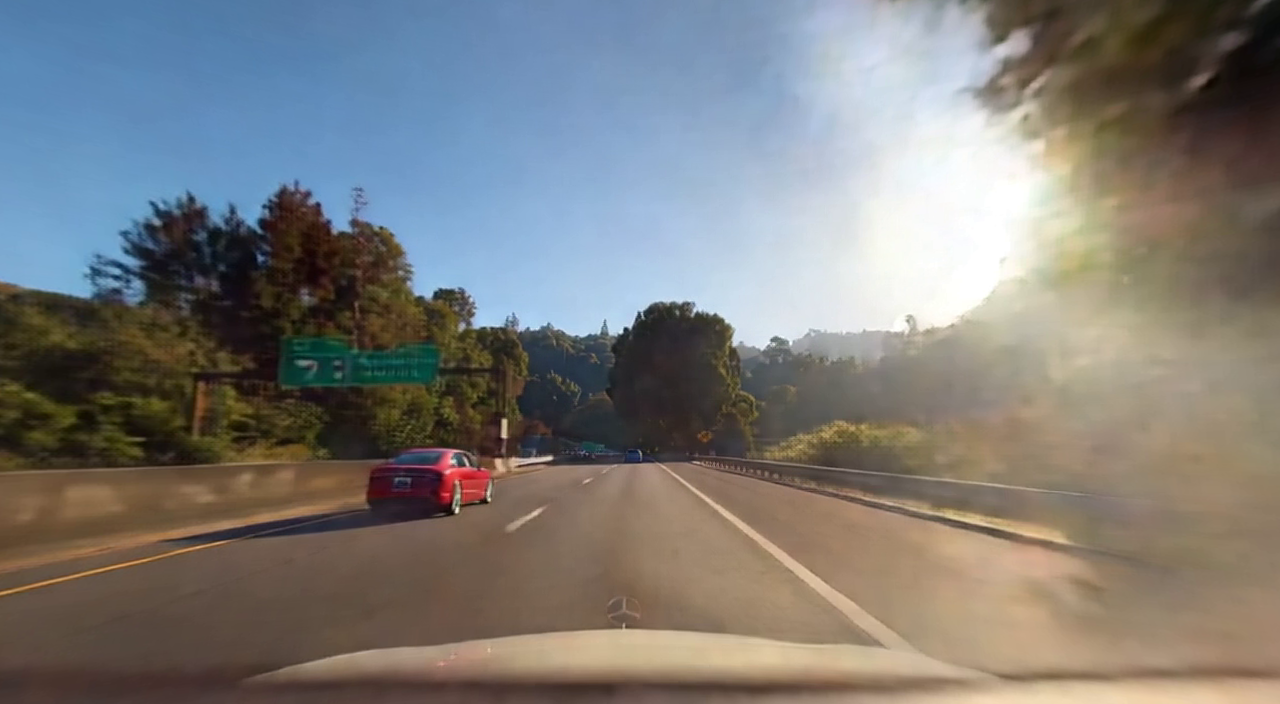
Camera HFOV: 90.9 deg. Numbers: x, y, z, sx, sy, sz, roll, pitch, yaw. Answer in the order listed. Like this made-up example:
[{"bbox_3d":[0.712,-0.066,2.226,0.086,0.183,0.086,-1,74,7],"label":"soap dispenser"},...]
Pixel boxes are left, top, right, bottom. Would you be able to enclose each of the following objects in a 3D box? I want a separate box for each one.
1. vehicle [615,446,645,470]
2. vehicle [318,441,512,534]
[{"bbox_3d":[-0.638,7.485,44.695,2.011,1.590,3.607,0,-9,1],"label":"vehicle"},{"bbox_3d":[-4.134,2.555,12.589,2.157,1.483,4.601,0,-9,0],"label":"vehicle"}]
